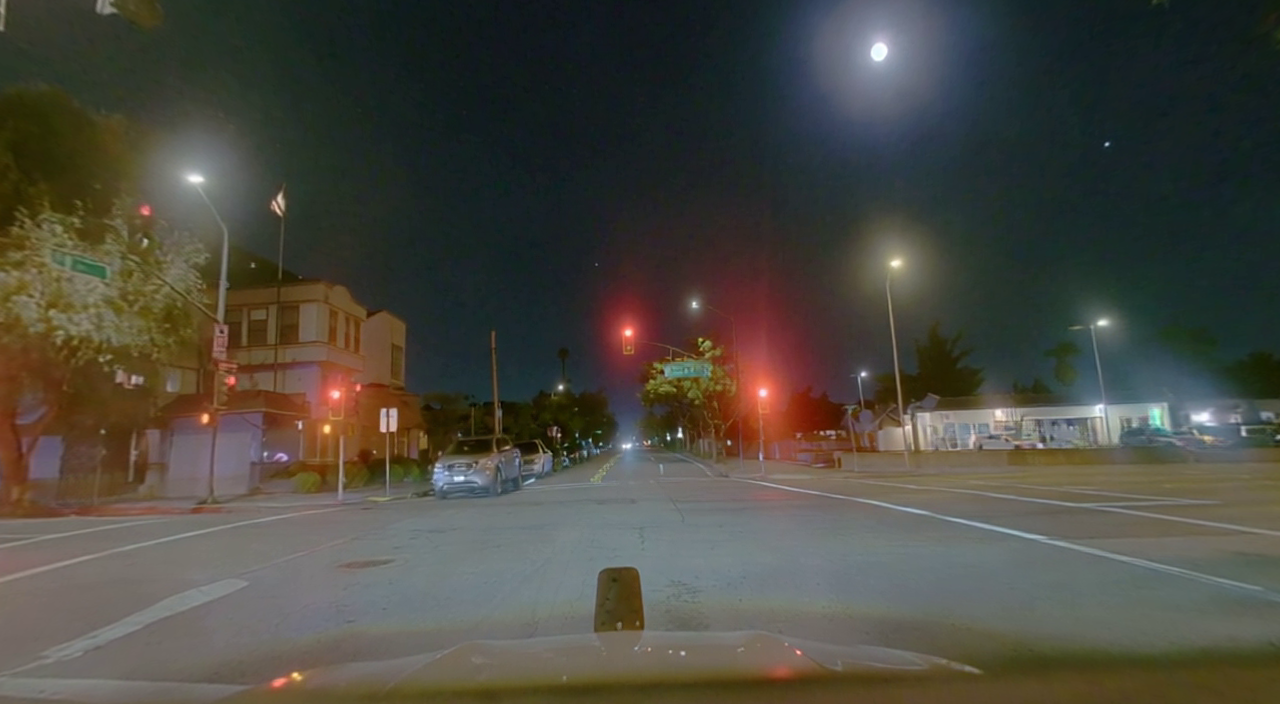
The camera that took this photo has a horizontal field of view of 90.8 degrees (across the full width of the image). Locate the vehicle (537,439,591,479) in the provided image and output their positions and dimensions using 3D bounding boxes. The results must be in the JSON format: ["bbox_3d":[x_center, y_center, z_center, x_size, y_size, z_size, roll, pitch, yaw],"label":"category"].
[{"bbox_3d":[-3.667,5.260,31.272,2.120,1.783,4.788,0,-9,-1],"label":"vehicle"}]

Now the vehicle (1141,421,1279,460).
[{"bbox_3d":[33.282,5.197,36.963,5.969,2.149,2.331,0,-9,-3],"label":"vehicle"}]

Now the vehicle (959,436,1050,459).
[{"bbox_3d":[25.067,6.600,43.564,5.172,1.515,1.851,0,-8,-2],"label":"vehicle"}]

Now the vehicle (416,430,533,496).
[{"bbox_3d":[-6.586,4.536,26.459,2.896,2.339,7.322,0,-9,0],"label":"vehicle"}]
